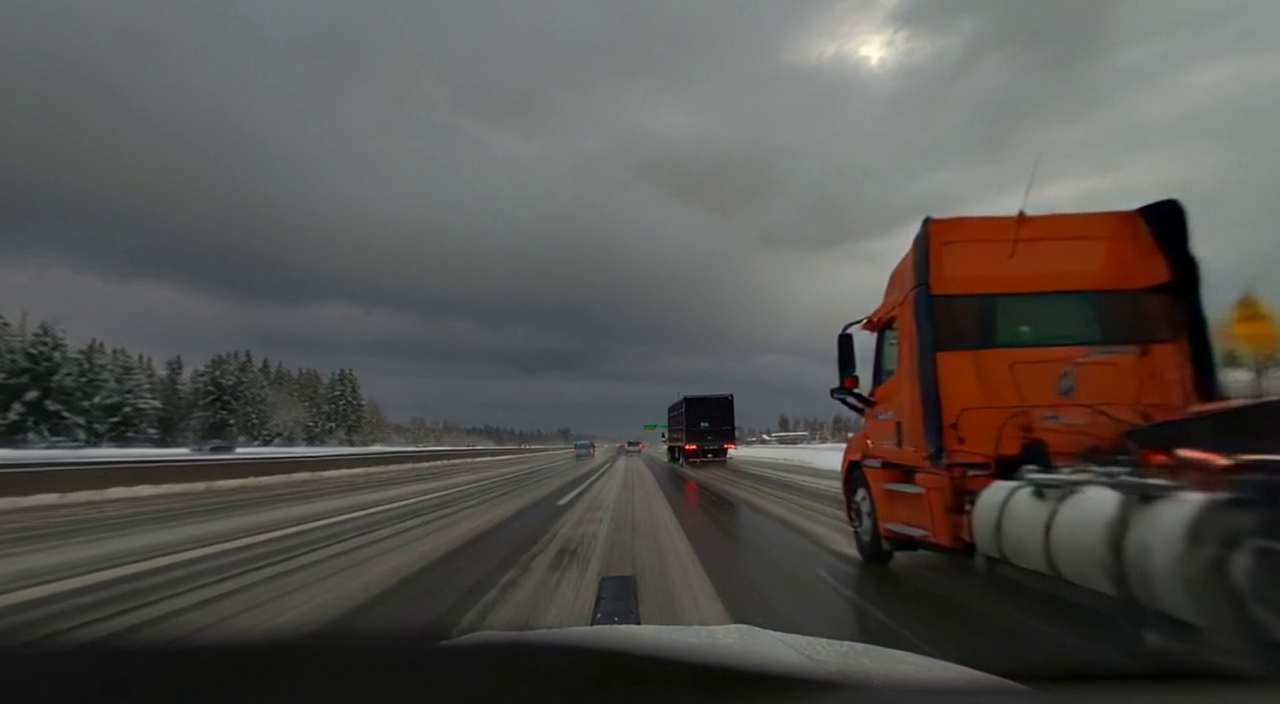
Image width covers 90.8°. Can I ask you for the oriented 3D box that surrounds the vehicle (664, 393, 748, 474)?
[{"bbox_3d":[3.147,4.464,33.754,2.966,3.586,10.563,0,-9,-2],"label":"vehicle"}]
